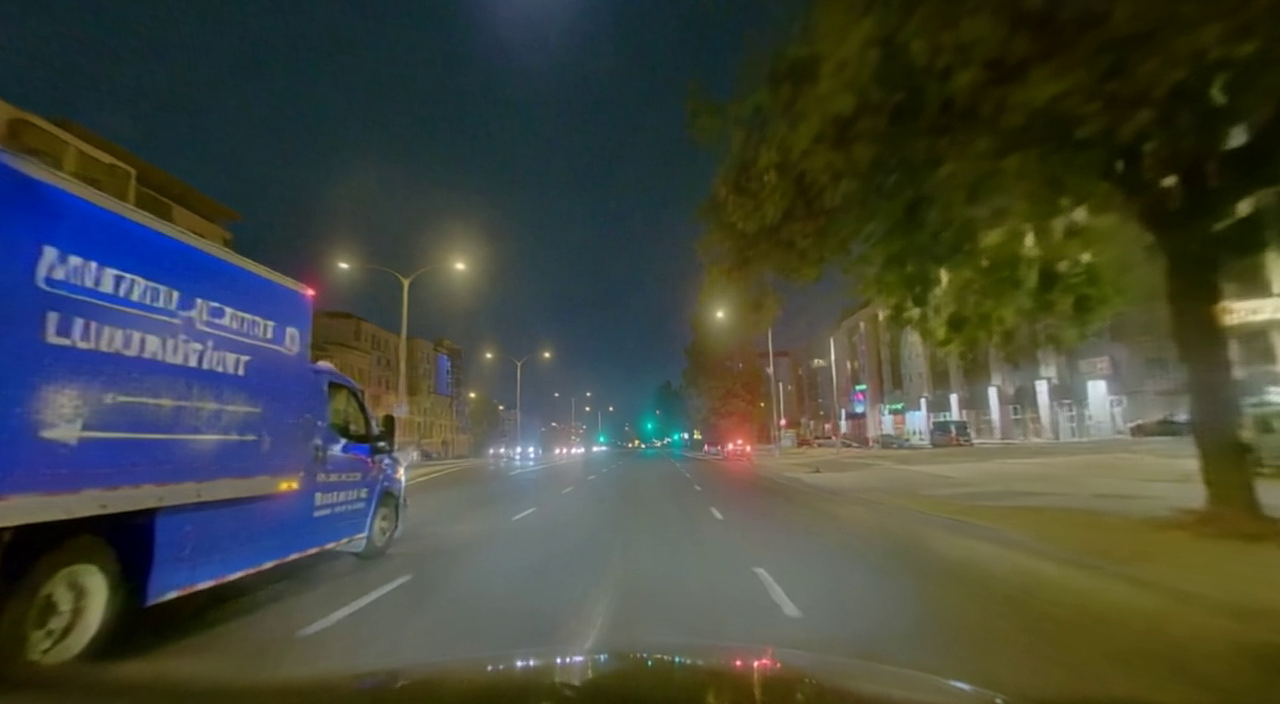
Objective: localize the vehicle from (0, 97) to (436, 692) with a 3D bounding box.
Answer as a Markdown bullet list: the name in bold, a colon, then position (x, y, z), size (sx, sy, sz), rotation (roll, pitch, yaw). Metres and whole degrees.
- **vehicle**: position (-4.674, 0.684, 6.481), size (2.763, 2.974, 7.562), rotation (0, -8, -1)

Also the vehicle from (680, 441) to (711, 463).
- **vehicle**: position (4.128, 7.501, 47.401), size (1.878, 1.534, 4.120), rotation (0, -8, 0)

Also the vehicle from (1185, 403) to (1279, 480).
- **vehicle**: position (15.875, 2.315, 16.534), size (1.976, 1.729, 5.166), rotation (-8, -11, 43)
